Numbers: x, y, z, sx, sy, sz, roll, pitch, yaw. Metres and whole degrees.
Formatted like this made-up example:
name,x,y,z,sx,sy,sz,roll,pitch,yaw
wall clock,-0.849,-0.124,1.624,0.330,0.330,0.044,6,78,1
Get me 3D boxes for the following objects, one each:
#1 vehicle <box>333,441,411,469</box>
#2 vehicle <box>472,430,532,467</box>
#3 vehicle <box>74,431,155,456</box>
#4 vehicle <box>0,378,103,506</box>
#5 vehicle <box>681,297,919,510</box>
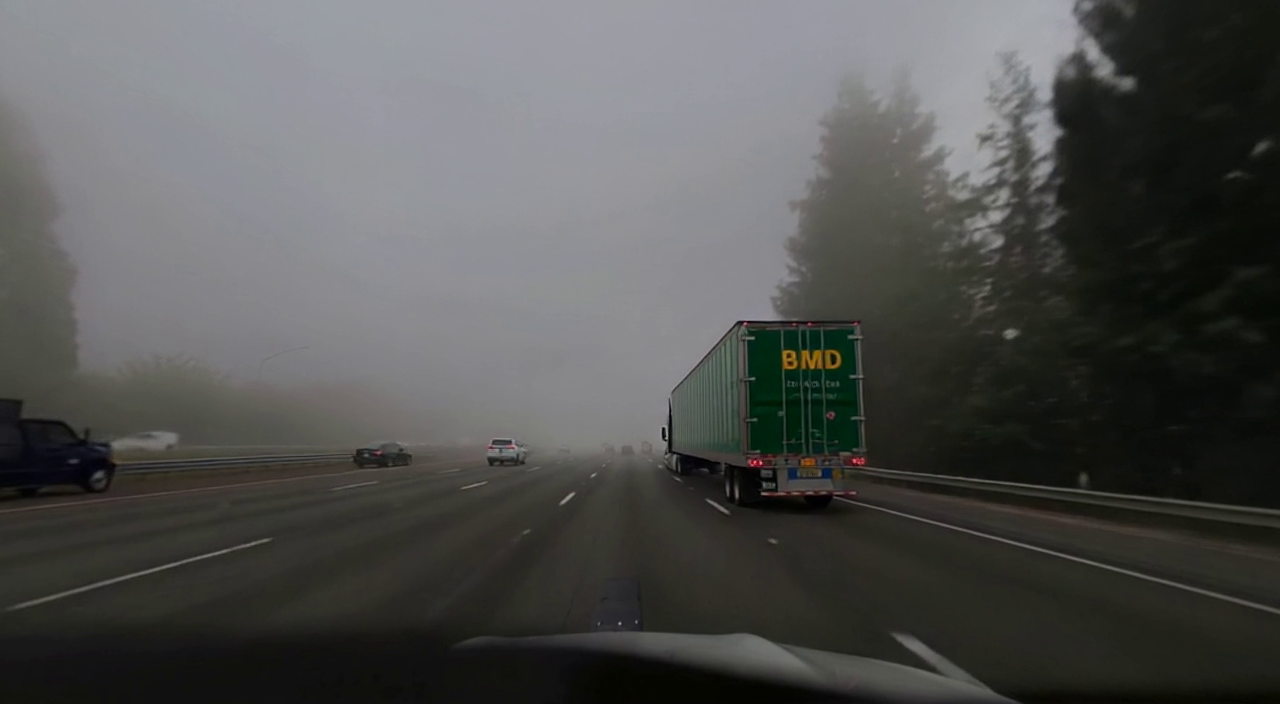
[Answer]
name,x,y,z,sx,sy,sz,roll,pitch,yaw
vehicle,-14.097,5.431,33.565,2.067,1.398,4.863,0,-8,0
vehicle,-7.474,5.305,34.778,2.100,1.905,5.119,0,-8,0
vehicle,-34.471,6.031,41.579,1.781,1.492,4.110,0,-8,0
vehicle,-14.095,1.696,11.906,2.307,2.571,6.260,0,-8,0
vehicle,3.418,2.005,19.226,2.891,3.944,15.051,0,-8,-2
